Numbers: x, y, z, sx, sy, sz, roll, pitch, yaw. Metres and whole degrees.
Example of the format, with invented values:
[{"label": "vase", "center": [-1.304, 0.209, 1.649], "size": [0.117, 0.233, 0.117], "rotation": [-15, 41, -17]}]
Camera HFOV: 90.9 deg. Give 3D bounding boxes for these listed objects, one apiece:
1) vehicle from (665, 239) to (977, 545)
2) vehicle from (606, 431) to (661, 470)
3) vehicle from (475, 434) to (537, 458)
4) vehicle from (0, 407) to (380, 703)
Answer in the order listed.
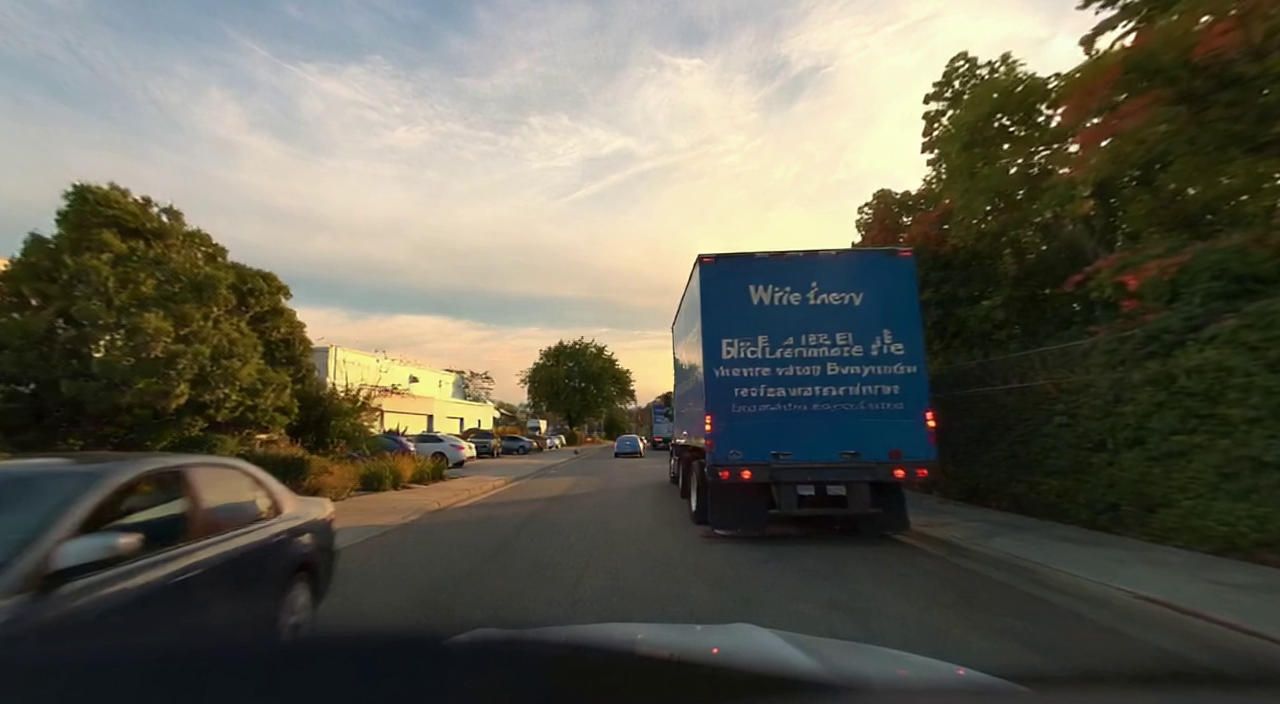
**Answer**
[{"label": "vehicle", "center": [2.325, 1.142, 12.832], "size": [3.019, 3.659, 10.648], "rotation": [0, -8, -1]}, {"label": "vehicle", "center": [-0.233, 4.083, 26.343], "size": [2.160, 1.498, 3.909], "rotation": [-1, -8, 1]}, {"label": "vehicle", "center": [-8.561, 6.025, 40.448], "size": [3.569, 1.520, 1.797], "rotation": [0, -8, -2]}, {"label": "vehicle", "center": [-2.632, 0.954, 2.173], "size": [1.870, 1.448, 3.677], "rotation": [0, -8, 1]}]
